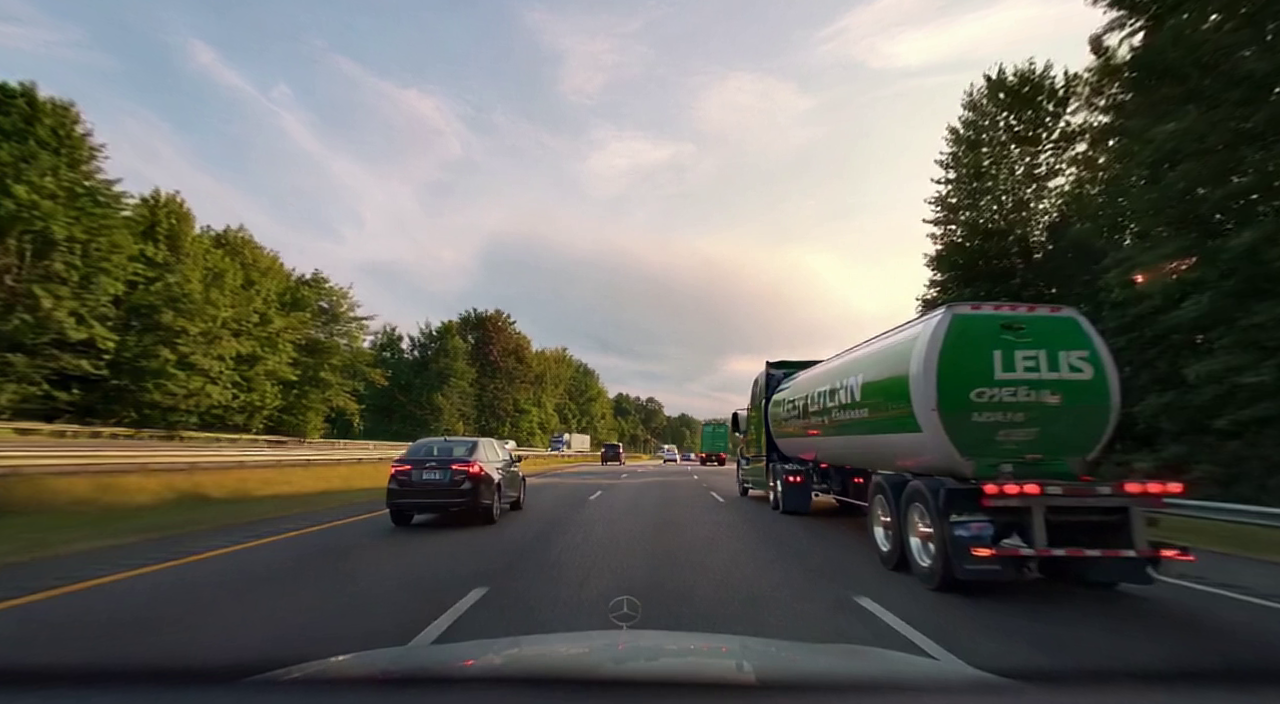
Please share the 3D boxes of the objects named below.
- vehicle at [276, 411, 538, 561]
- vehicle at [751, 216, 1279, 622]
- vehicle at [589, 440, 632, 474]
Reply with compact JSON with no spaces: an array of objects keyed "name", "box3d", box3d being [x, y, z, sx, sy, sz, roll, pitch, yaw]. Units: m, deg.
[{"name":"vehicle","box3d":[-3.074,1.903,9.585,2.205,1.728,4.397,0,-9,1]},{"name":"vehicle","box3d":[4.387,1.389,11.182,2.732,3.585,11.338,0,-9,0]},{"name":"vehicle","box3d":[-1.796,6.732,40.585,2.201,2.038,5.065,-1,-9,4]}]
